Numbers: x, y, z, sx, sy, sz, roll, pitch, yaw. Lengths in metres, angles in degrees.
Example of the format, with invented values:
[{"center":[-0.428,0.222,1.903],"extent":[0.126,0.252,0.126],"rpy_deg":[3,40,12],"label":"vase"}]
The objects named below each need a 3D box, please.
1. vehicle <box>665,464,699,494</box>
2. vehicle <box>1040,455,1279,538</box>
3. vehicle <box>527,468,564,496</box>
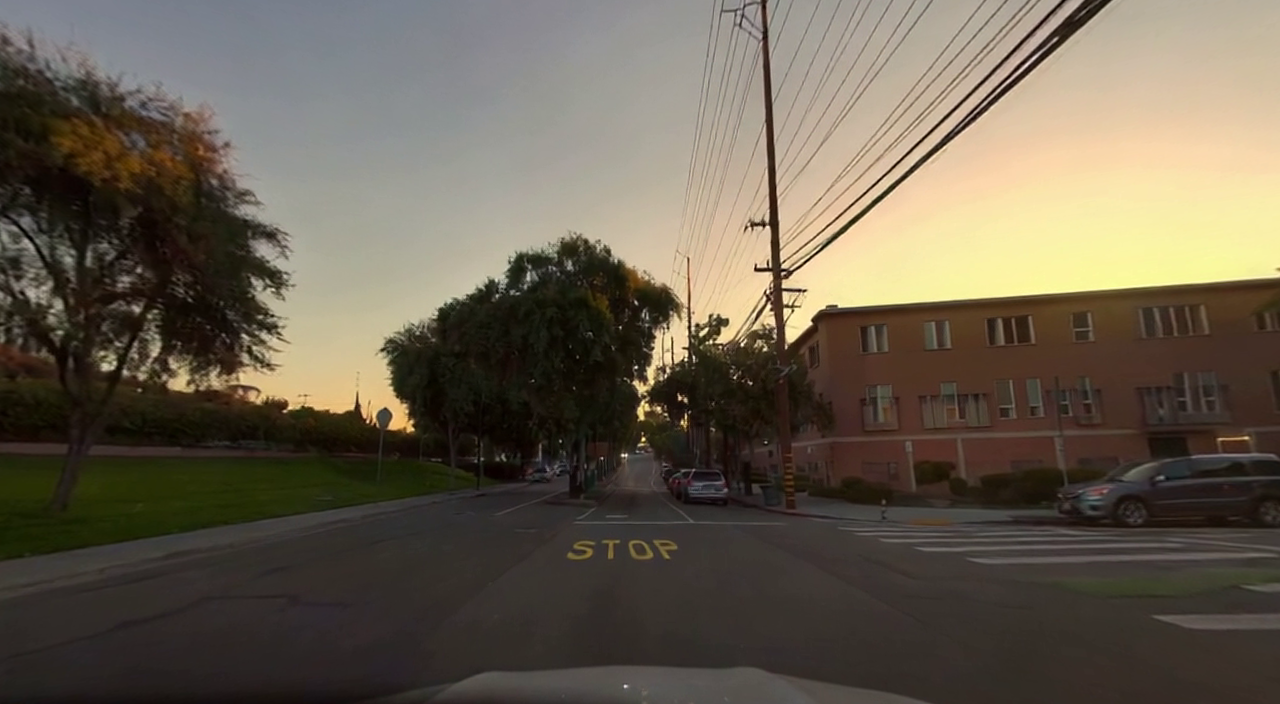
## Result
[{"center":[2.878,8.797,44.097],"extent":[1.953,1.774,5.008],"rpy_deg":[0,-8,-1],"label":"vehicle"},{"center":[11.464,2.943,13.208],"extent":[4.771,1.492,2.107],"rpy_deg":[0,-8,-2],"label":"vehicle"},{"center":[-6.607,9.168,44.645],"extent":[1.913,1.682,4.365],"rpy_deg":[0,-8,0],"label":"vehicle"}]
